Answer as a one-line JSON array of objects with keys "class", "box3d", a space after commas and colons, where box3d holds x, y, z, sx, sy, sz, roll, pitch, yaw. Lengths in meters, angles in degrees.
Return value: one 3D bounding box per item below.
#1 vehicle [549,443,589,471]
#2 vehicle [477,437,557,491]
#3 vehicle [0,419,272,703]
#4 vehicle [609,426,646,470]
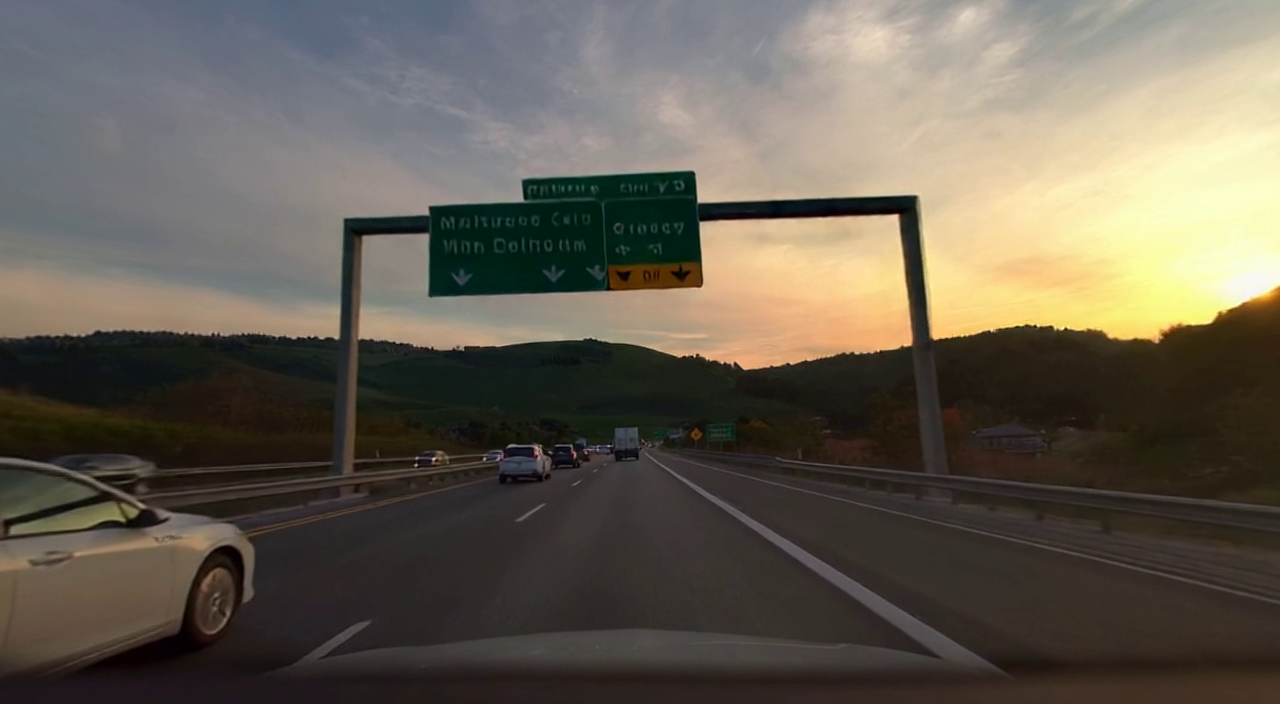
[{"class": "vehicle", "box3d": [-4.397, 6.560, 39.538, 2.044, 1.624, 4.032, 0, -9, 0]}, {"class": "vehicle", "box3d": [-4.234, 3.926, 22.426, 2.073, 1.694, 4.162, 0, -9, -1]}, {"class": "vehicle", "box3d": [-3.861, 1.000, 2.616, 1.988, 1.440, 4.504, 0, -9, -1]}, {"class": "vehicle", "box3d": [-0.797, 6.281, 41.121, 2.227, 2.611, 5.900, 0, -9, -1]}]
